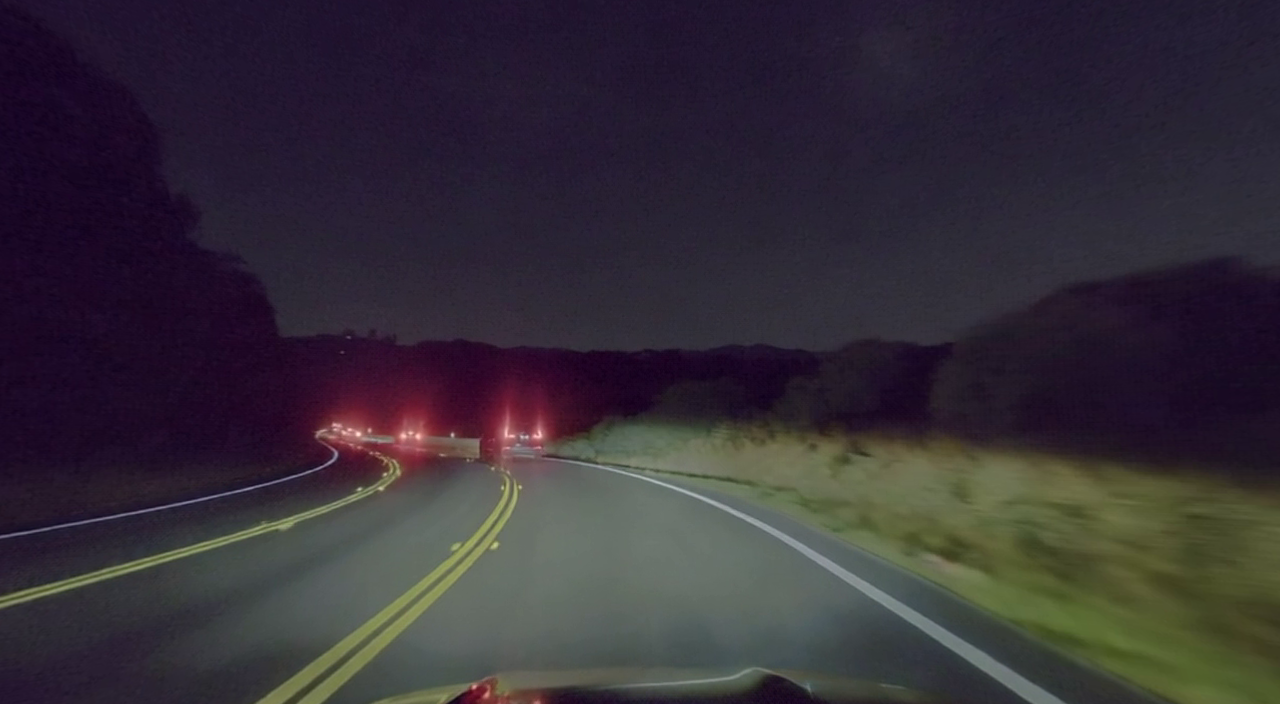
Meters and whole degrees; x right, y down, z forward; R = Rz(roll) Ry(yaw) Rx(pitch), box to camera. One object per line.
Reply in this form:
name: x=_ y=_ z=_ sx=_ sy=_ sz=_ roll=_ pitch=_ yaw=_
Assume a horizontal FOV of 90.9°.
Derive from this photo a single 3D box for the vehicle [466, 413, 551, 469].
vehicle: x=-5.479 y=3.635 z=25.639 sx=2.500 sy=1.961 sz=5.637 roll=4 pitch=-9 yaw=-20
